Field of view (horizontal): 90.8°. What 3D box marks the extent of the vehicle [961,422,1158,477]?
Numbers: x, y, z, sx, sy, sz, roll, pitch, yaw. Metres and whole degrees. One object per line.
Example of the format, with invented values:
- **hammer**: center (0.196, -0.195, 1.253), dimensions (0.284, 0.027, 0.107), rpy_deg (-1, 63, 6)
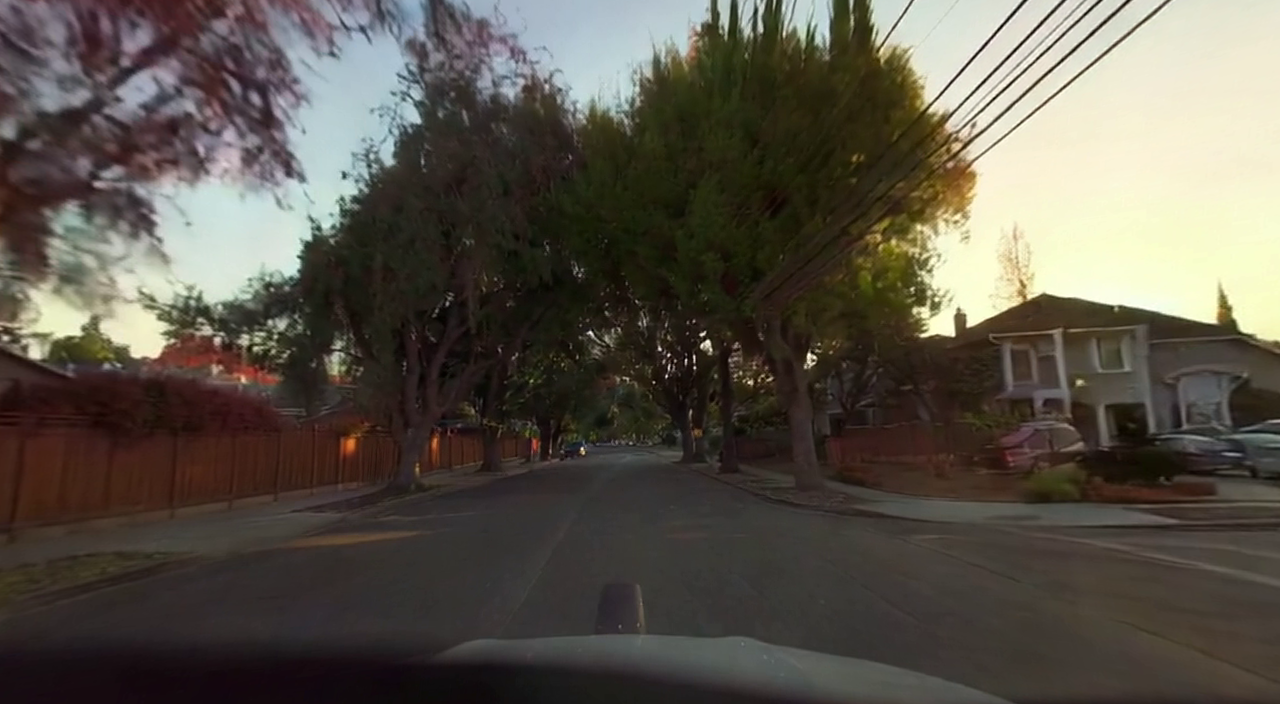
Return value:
- **vehicle**: center (12.364, 2.922, 18.982), dimensions (4.286, 1.525, 2.219), rpy_deg (-2, -9, 11)
